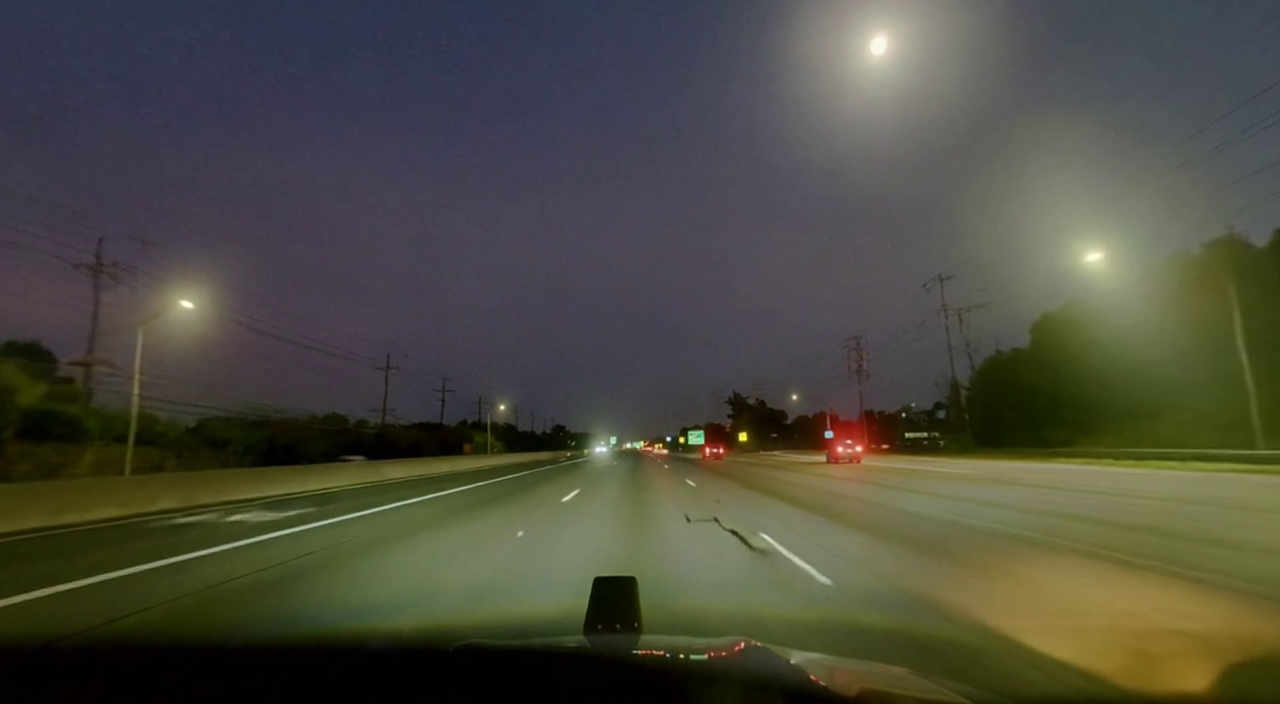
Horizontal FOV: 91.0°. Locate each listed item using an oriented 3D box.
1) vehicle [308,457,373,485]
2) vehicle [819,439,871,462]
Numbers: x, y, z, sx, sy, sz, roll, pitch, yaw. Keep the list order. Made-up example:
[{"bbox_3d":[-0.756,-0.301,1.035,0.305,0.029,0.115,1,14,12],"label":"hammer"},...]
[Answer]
[{"bbox_3d":[-18.662,7.390,39.404,1.897,1.515,4.506,-2,-8,0],"label":"vehicle"},{"bbox_3d":[14.590,7.049,45.108,2.089,1.484,4.573,0,-8,-1],"label":"vehicle"}]
